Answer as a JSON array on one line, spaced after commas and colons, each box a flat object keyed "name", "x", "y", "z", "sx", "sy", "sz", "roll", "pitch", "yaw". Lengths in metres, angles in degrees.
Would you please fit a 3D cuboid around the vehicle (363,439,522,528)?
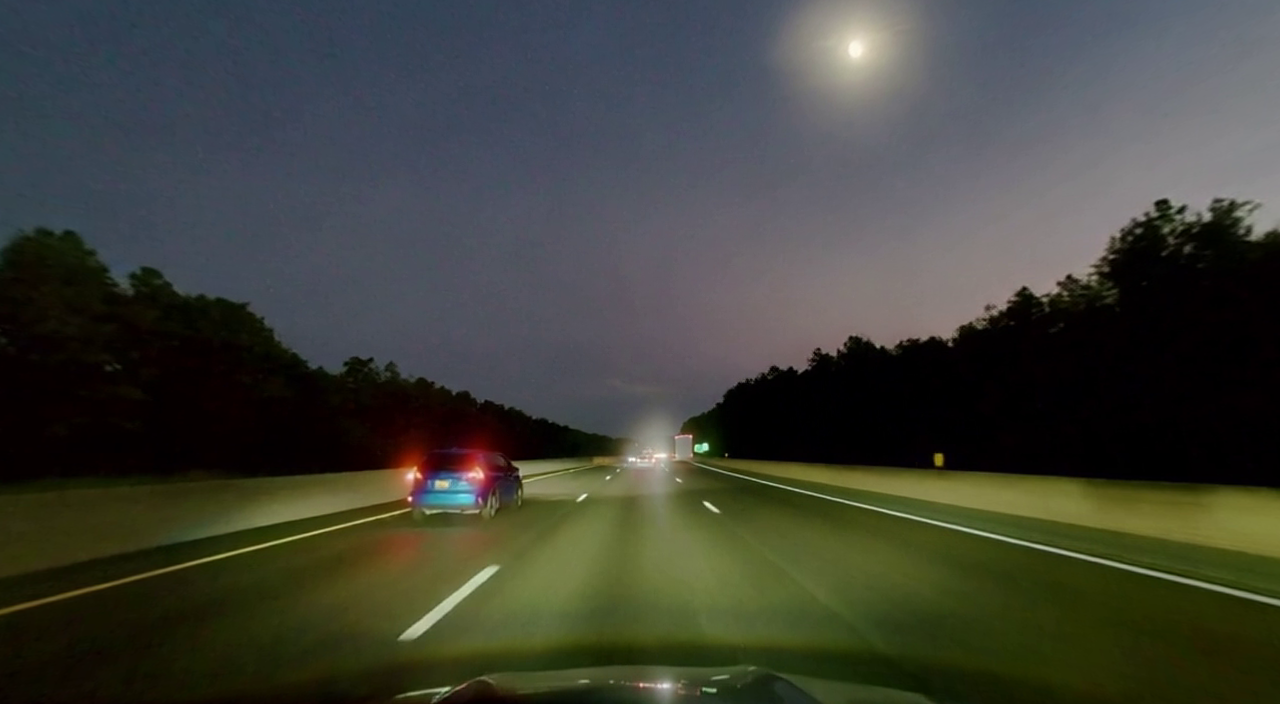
[{"name": "vehicle", "x": -3.802, "y": 2.594, "z": 12.941, "sx": 1.927, "sy": 1.530, "sz": 3.874, "roll": 0, "pitch": -9, "yaw": 1}]

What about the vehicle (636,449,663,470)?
[{"name": "vehicle", "x": 0.760, "y": 8.412, "z": 49.615, "sx": 2.006, "sy": 1.586, "sz": 3.915, "roll": 0, "pitch": -9, "yaw": 1}]
